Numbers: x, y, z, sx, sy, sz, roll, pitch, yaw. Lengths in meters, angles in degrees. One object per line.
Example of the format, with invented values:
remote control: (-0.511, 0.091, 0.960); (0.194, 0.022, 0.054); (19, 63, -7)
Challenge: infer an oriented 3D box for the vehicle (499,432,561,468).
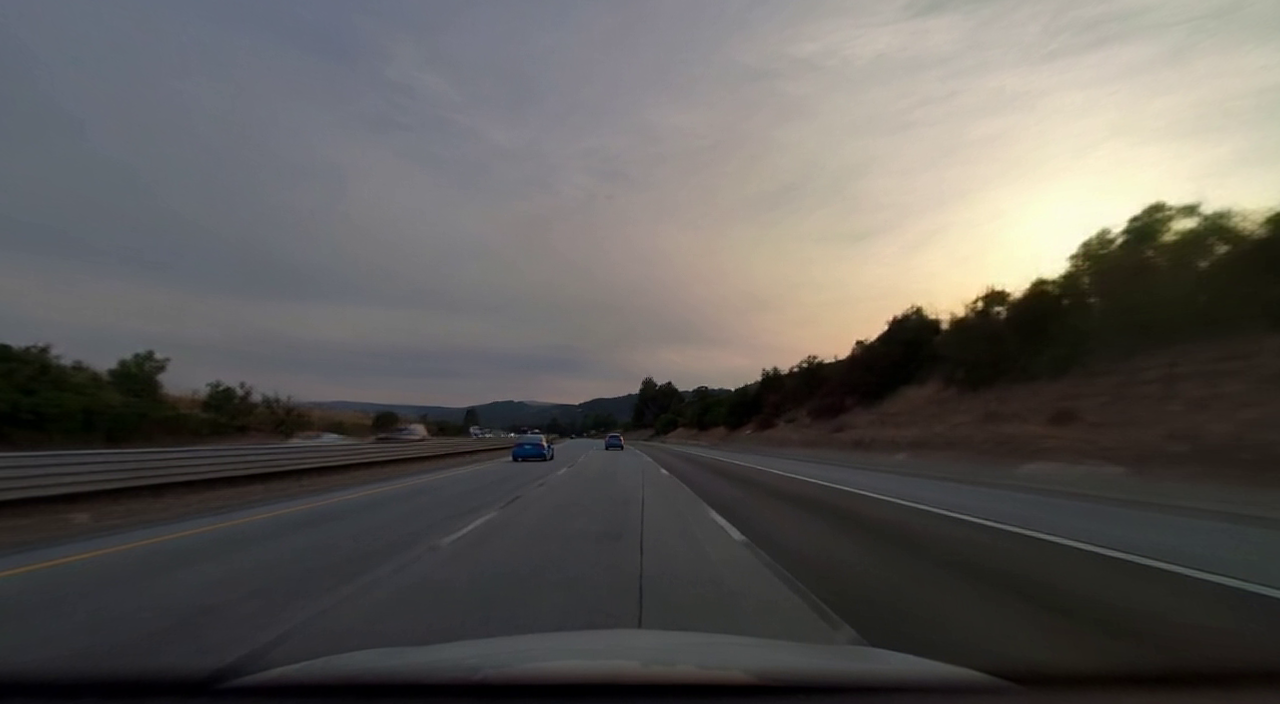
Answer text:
vehicle: (-5.084, 4.619, 29.919); (2.141, 1.534, 5.099); (0, -8, -2)

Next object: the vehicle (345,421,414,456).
vehicle: (-13.696, 4.600, 33.393); (1.948, 1.709, 4.137); (0, -8, -2)

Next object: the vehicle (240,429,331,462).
vehicle: (-17.464, 4.640, 31.338); (1.918, 1.485, 4.666); (0, -8, -2)
